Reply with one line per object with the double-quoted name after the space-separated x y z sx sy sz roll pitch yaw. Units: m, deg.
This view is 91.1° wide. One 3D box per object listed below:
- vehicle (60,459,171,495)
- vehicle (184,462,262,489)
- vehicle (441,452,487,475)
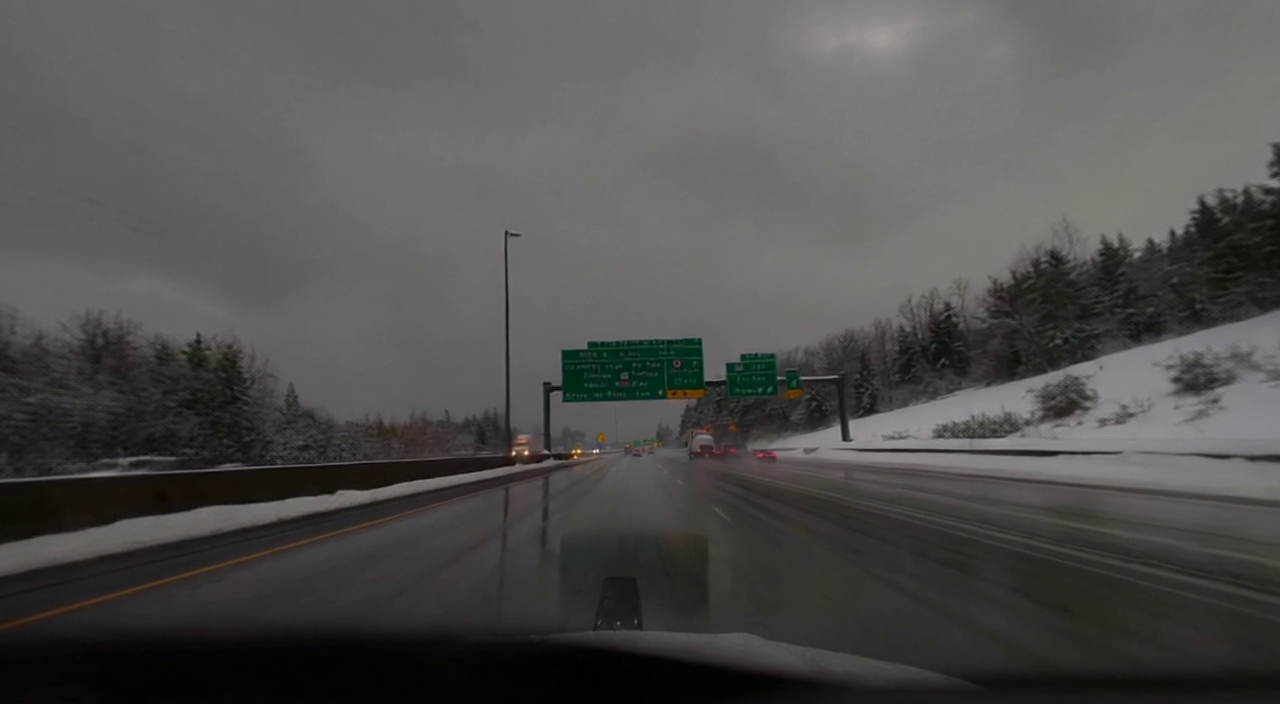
-28.833 6.855 34.810 2.021 1.715 4.781 0 -9 0 "vehicle"
-25.069 7.415 37.977 1.813 1.454 4.257 -1 -9 0 "vehicle"
-12.809 8.111 46.012 2.223 1.585 3.787 0 -9 0 "vehicle"
